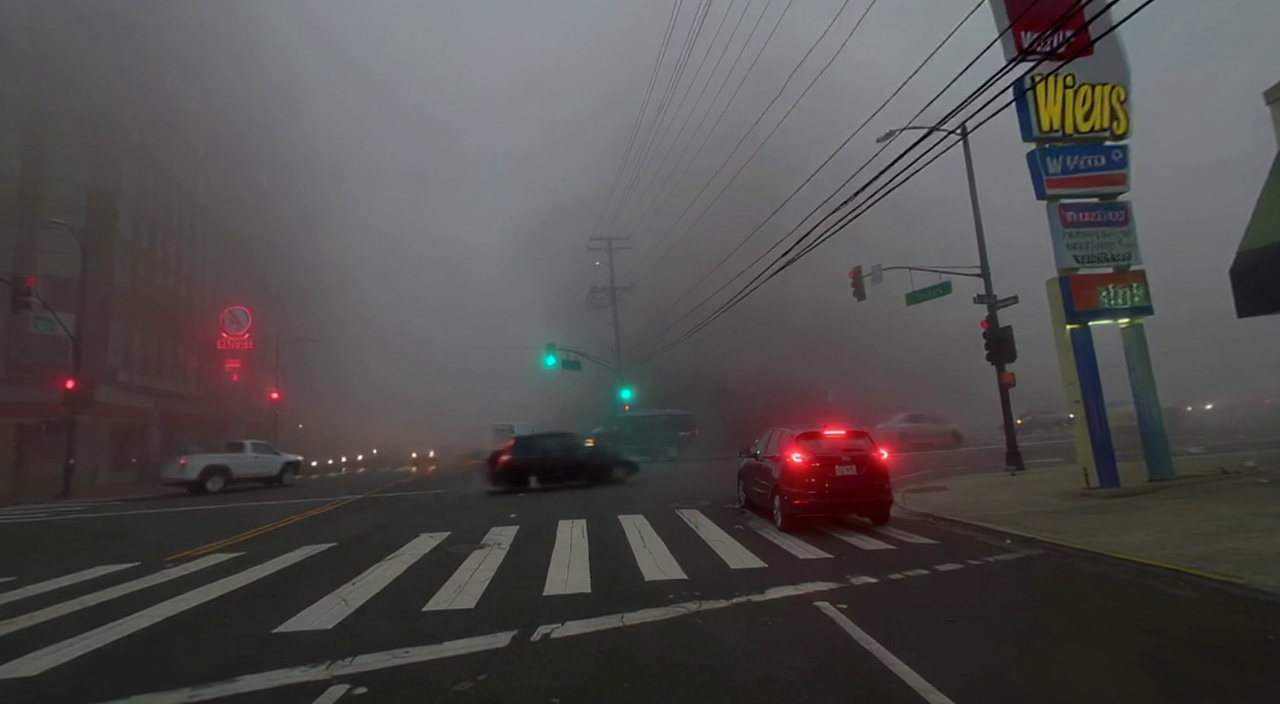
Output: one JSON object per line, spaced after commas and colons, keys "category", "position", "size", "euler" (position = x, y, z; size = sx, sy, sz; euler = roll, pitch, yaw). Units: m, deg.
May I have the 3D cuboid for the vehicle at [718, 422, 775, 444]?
{"category": "vehicle", "position": [7.603, 5.867, 45.416], "size": [1.866, 1.430, 3.901], "euler": [5, -10, -31]}

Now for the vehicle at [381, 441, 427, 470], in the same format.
{"category": "vehicle", "position": [-13.902, 6.009, 37.111], "size": [2.093, 1.446, 4.054], "euler": [2, -7, -26]}

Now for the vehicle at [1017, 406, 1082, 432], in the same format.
{"category": "vehicle", "position": [31.000, 5.121, 47.794], "size": [4.474, 1.788, 2.039], "euler": [4, -9, -27]}

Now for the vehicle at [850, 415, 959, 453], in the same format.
{"category": "vehicle", "position": [11.113, 3.458, 26.456], "size": [4.433, 1.453, 1.804], "euler": [5, -10, -30]}

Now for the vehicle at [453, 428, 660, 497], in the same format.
{"category": "vehicle", "position": [-2.023, 2.695, 15.735], "size": [4.707, 1.487, 1.907], "euler": [4, -10, -29]}

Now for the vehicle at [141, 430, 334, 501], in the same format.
{"category": "vehicle", "position": [-11.376, 3.155, 18.016], "size": [4.292, 1.761, 2.105], "euler": [7, -11, -40]}

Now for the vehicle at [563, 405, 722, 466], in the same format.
{"category": "vehicle", "position": [0.201, 3.090, 23.185], "size": [5.588, 1.985, 2.374], "euler": [7, -11, -39]}
